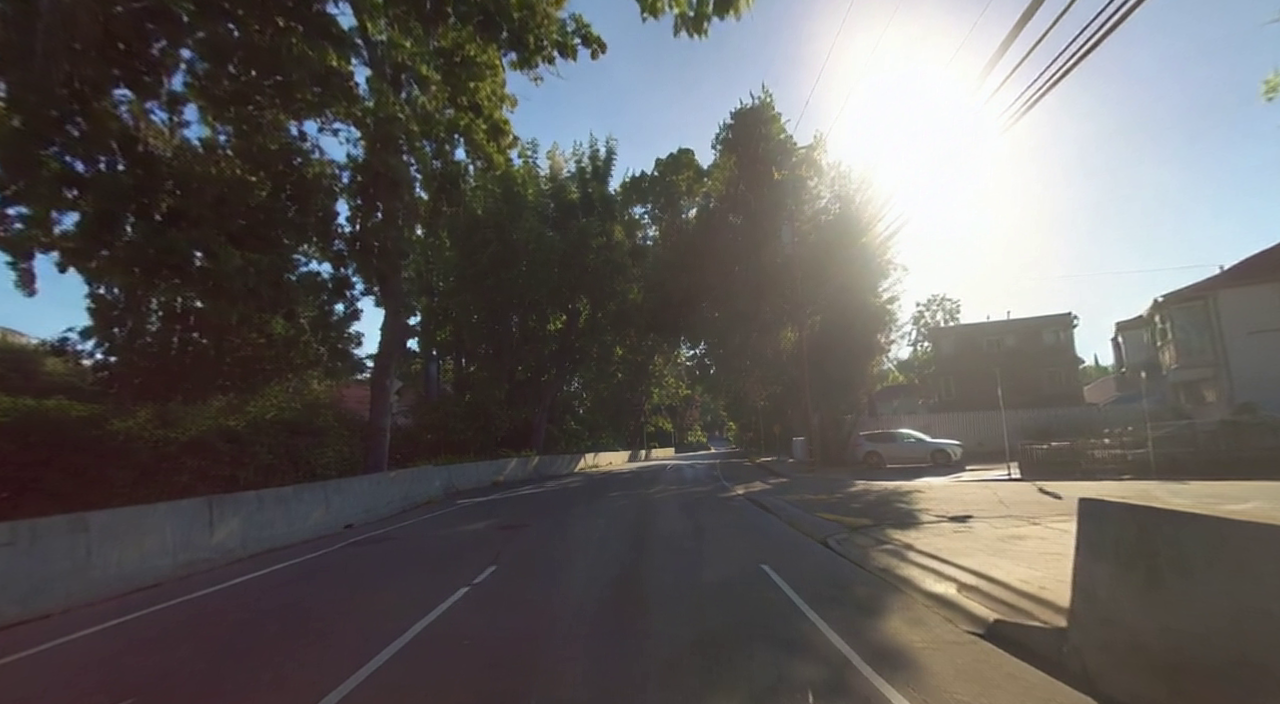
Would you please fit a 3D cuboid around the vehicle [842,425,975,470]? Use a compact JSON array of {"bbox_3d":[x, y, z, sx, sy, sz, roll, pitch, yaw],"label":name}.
[{"bbox_3d":[10.972,3.951,26.082,4.614,1.764,1.860,-1,-9,6],"label":"vehicle"}]
